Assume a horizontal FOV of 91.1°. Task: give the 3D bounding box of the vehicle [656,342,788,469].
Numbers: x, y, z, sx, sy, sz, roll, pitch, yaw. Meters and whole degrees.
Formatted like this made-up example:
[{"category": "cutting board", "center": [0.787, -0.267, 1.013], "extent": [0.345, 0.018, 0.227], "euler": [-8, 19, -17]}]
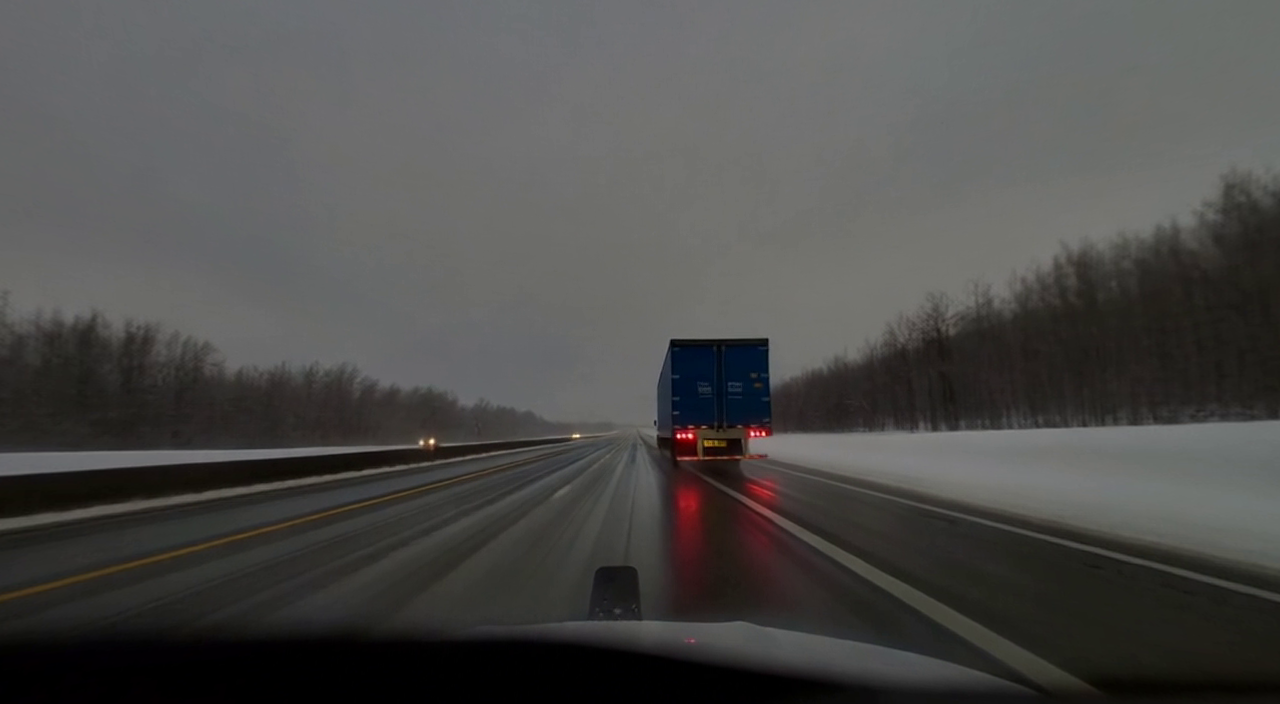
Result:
[{"category": "vehicle", "center": [2.531, 2.357, 24.377], "extent": [3.446, 3.698, 12.089], "euler": [0, -8, 0]}]
